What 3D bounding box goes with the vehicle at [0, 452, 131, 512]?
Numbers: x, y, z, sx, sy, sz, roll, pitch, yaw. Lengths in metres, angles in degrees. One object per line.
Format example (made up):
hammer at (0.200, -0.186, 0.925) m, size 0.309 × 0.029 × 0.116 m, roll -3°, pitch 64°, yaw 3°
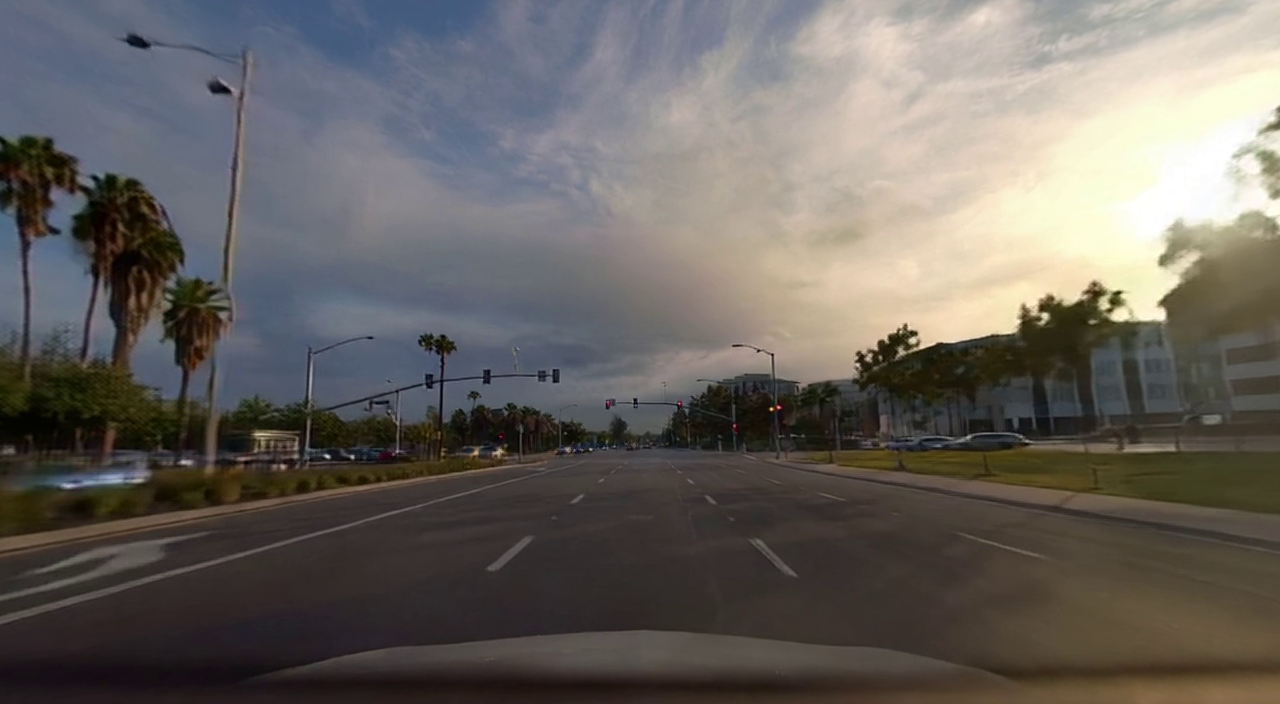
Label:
vehicle at (-17.560, 3.682, 18.200) m, size 1.928 × 1.478 × 4.403 m, roll 0°, pitch -8°, yaw 1°
